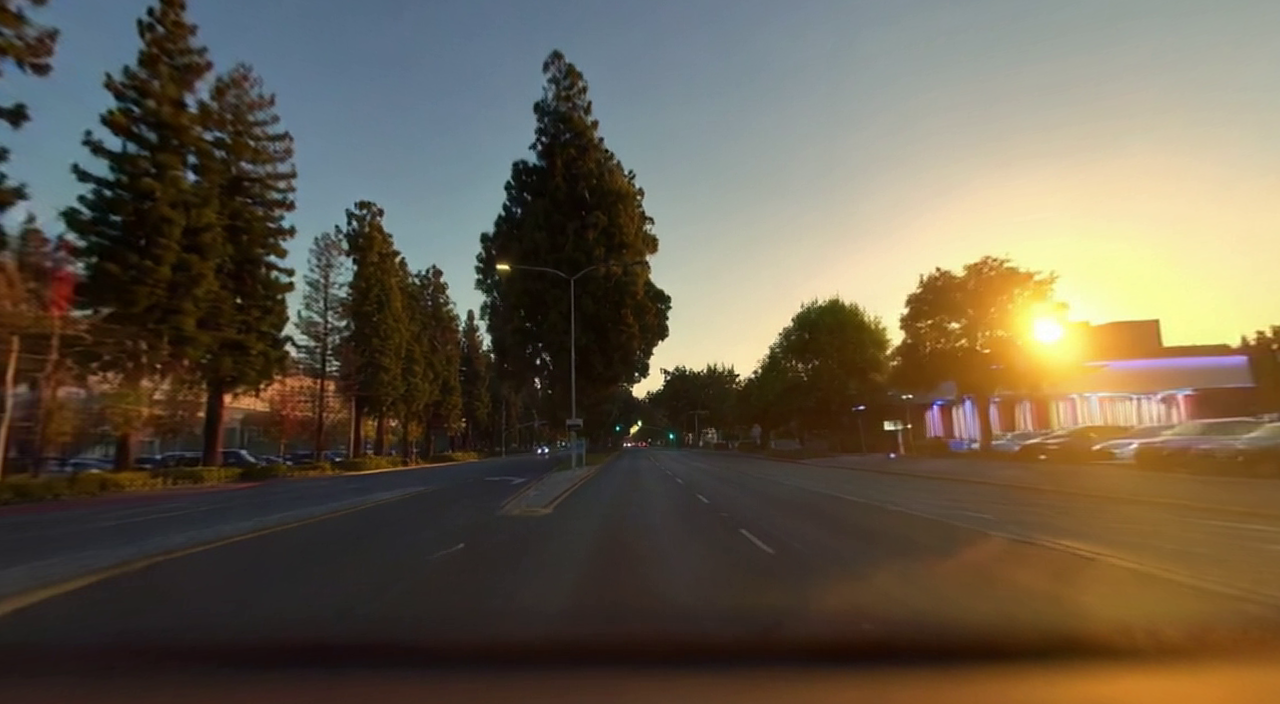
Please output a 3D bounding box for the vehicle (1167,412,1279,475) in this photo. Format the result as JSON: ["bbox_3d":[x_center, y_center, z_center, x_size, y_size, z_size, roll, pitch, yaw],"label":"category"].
[{"bbox_3d":[17.928,2.693,18.618,4.095,1.657,2.177,4,-10,-29],"label":"vehicle"}]

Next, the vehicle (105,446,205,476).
[{"bbox_3d":[-30.182,6.777,39.428,4.528,1.695,1.945,-1,-9,-4],"label":"vehicle"}]

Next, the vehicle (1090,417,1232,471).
[{"bbox_3d":[17.556,3.100,21.262,4.511,1.644,2.066,5,-10,-30],"label":"vehicle"}]

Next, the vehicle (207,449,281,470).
[{"bbox_3d":[-29.957,8.130,47.853,4.293,1.524,1.850,0,-9,1],"label":"vehicle"}]

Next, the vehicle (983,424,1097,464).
[{"bbox_3d":[17.654,4.072,27.896,4.638,1.648,1.887,4,-9,-24],"label":"vehicle"}]

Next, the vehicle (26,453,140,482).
[{"bbox_3d":[-30.269,6.271,34.419,4.401,1.460,1.825,0,-9,-1],"label":"vehicle"}]
